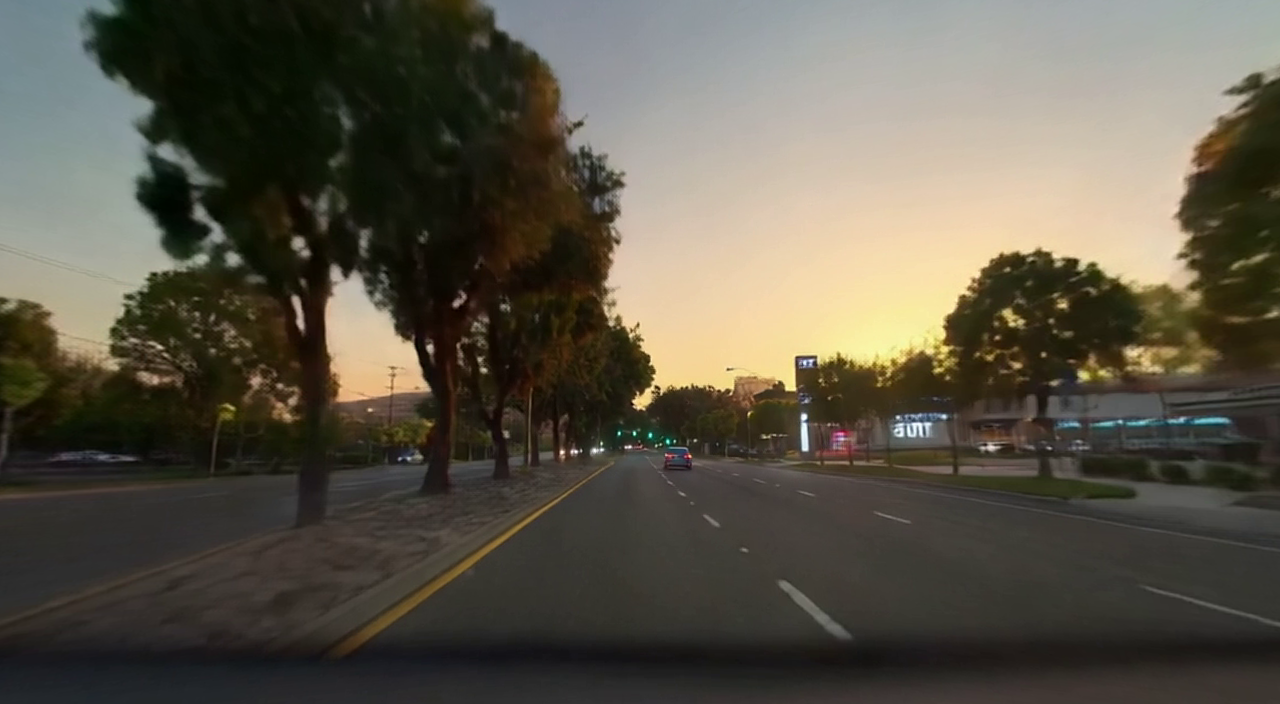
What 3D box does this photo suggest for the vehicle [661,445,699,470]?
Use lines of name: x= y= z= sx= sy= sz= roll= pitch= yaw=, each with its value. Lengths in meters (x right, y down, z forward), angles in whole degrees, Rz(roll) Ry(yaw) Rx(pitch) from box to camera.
vehicle: x=2.502 y=6.787 z=40.624 sx=2.015 sy=1.479 sz=4.444 roll=0 pitch=-9 yaw=-2
